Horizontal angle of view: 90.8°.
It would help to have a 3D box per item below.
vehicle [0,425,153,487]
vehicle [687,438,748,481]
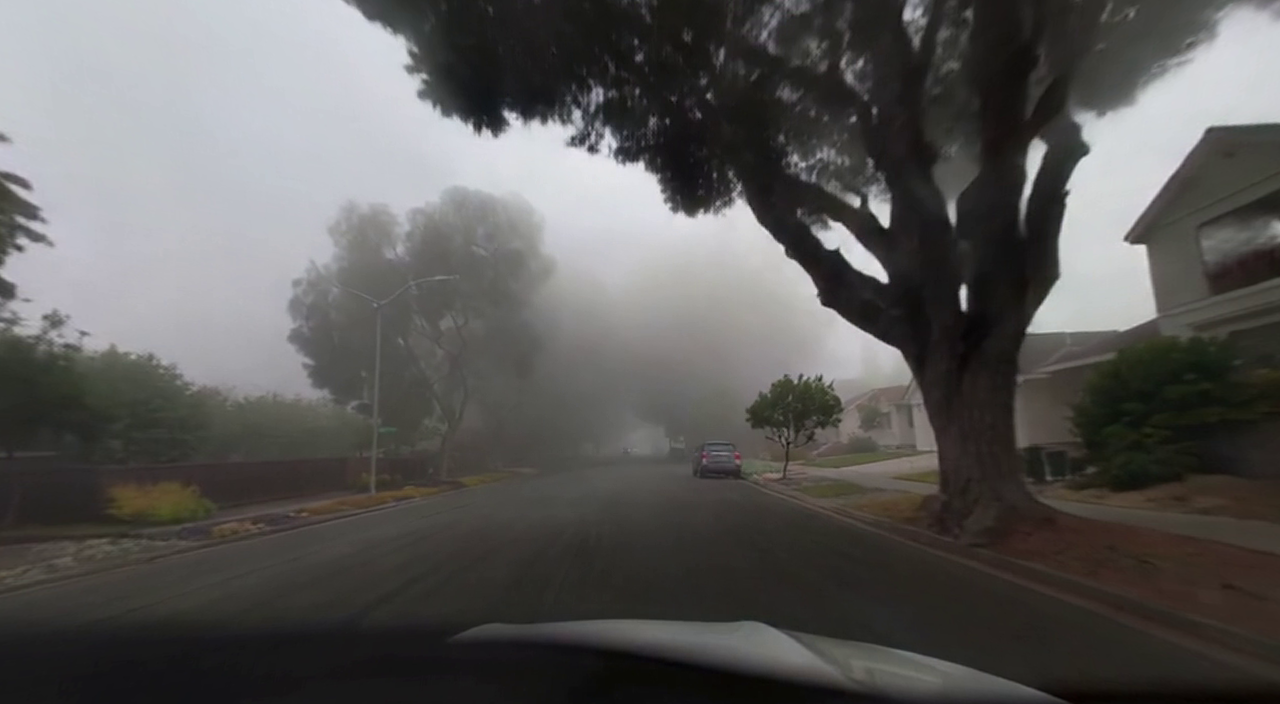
[{"bbox_3d":[-28.712,5.292,31.793,2.735,2.720,6.677,-2,-10,4],"label":"vehicle"},{"bbox_3d":[3.336,4.723,28.013,2.055,1.738,4.448,0,-9,-1],"label":"vehicle"}]
